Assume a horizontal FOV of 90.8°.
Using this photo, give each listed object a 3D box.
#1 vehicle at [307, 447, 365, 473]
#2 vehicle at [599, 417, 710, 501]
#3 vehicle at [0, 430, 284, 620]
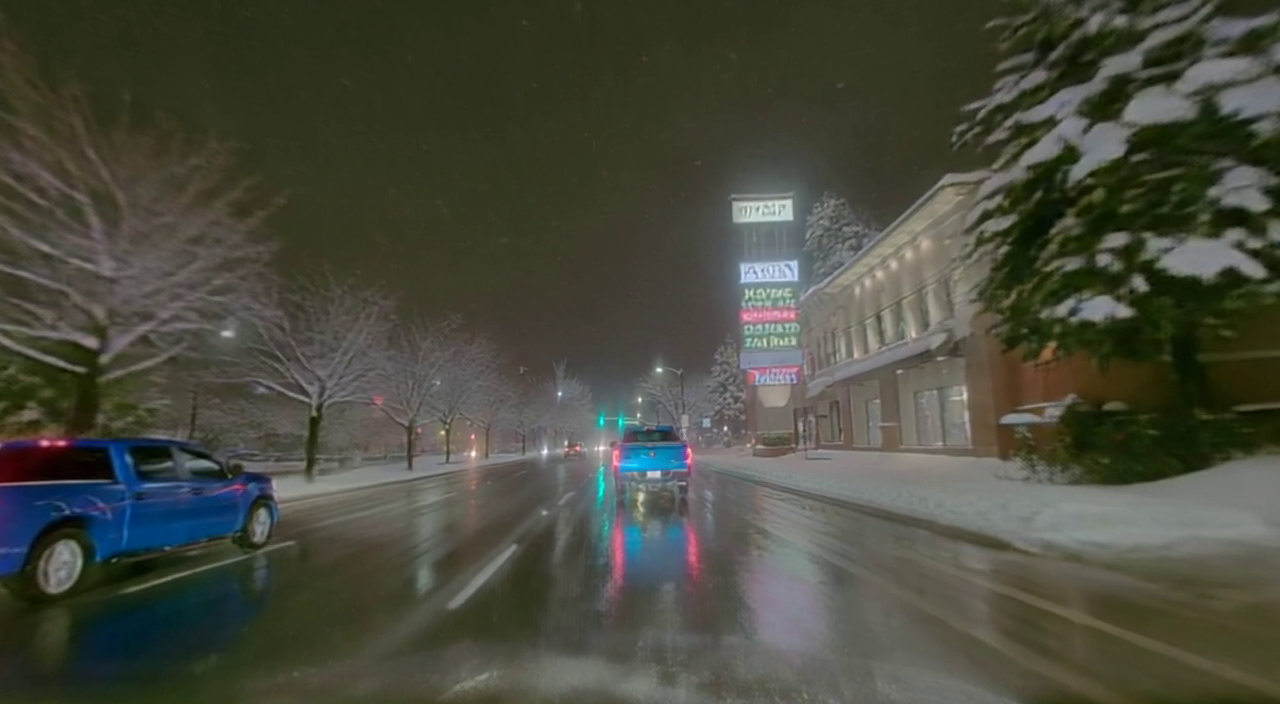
[{"bbox_3d":[-22.122,7.838,46.159,1.978,1.730,4.330,-1,-8,1],"label":"vehicle"},{"bbox_3d":[0.213,2.914,17.670,2.590,1.932,5.776,0,-8,-3],"label":"vehicle"},{"bbox_3d":[-5.827,1.549,6.374,1.888,1.424,4.553,0,-8,-1],"label":"vehicle"}]
